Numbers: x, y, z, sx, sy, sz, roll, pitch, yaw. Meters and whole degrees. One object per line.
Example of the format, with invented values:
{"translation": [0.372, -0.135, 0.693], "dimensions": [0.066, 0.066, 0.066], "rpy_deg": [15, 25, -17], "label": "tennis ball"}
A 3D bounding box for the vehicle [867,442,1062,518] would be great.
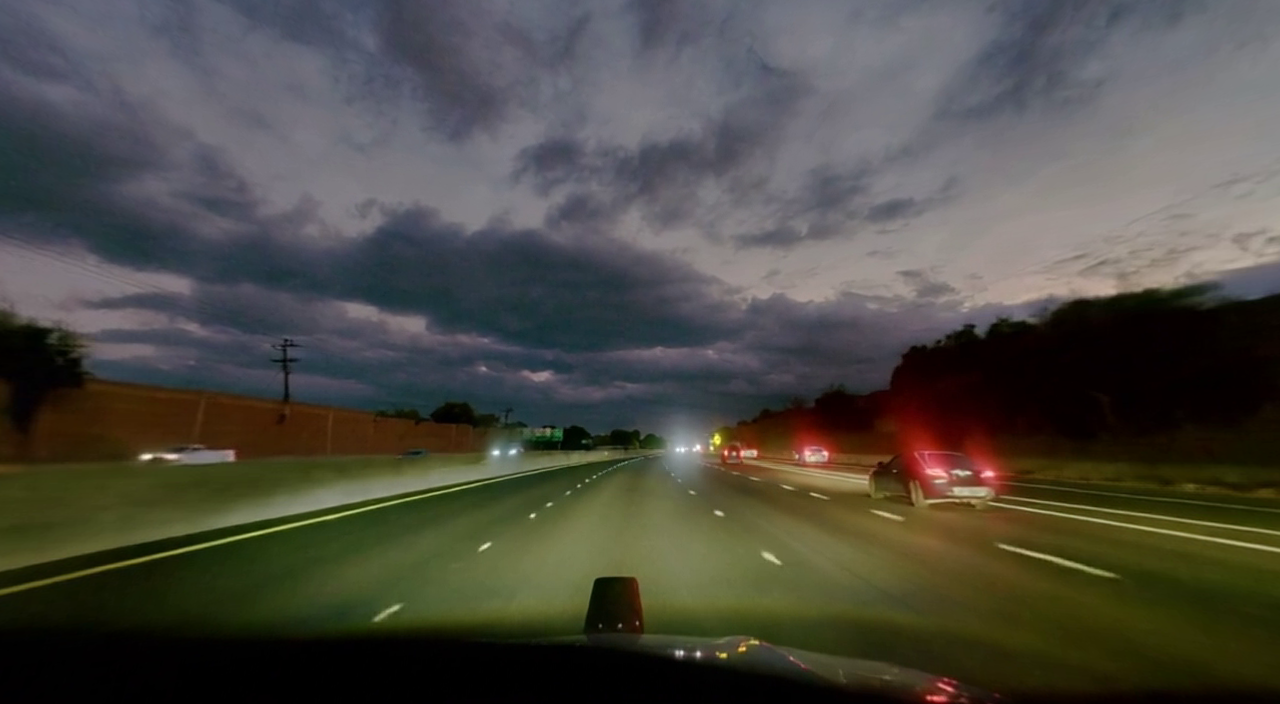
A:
{"translation": [7.243, 2.873, 14.789], "dimensions": [2.047, 1.479, 4.593], "rpy_deg": [0, -9, -1], "label": "vehicle"}

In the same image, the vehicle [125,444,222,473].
{"translation": [-25.941, 5.925, 35.368], "dimensions": [1.867, 1.484, 4.596], "rpy_deg": [0, -9, 1], "label": "vehicle"}

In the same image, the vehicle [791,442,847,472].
{"translation": [11.061, 6.527, 39.374], "dimensions": [2.151, 1.734, 4.519], "rpy_deg": [0, -9, 0], "label": "vehicle"}
